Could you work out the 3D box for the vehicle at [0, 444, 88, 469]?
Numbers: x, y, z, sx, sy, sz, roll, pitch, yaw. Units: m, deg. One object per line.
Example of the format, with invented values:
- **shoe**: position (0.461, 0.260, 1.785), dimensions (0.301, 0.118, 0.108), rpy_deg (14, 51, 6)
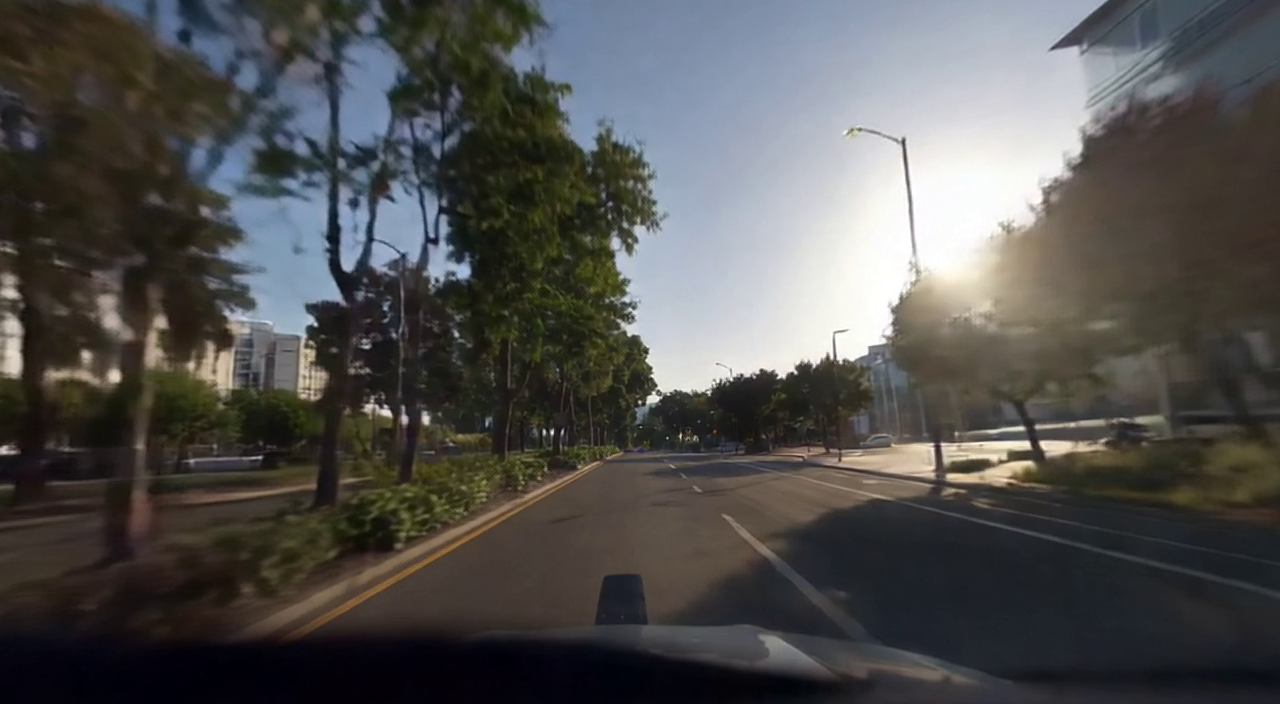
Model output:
- **vehicle**: position (-38.611, 6.771, 41.085), dimensions (1.913, 1.545, 4.055), rpy_deg (1, -8, -4)
